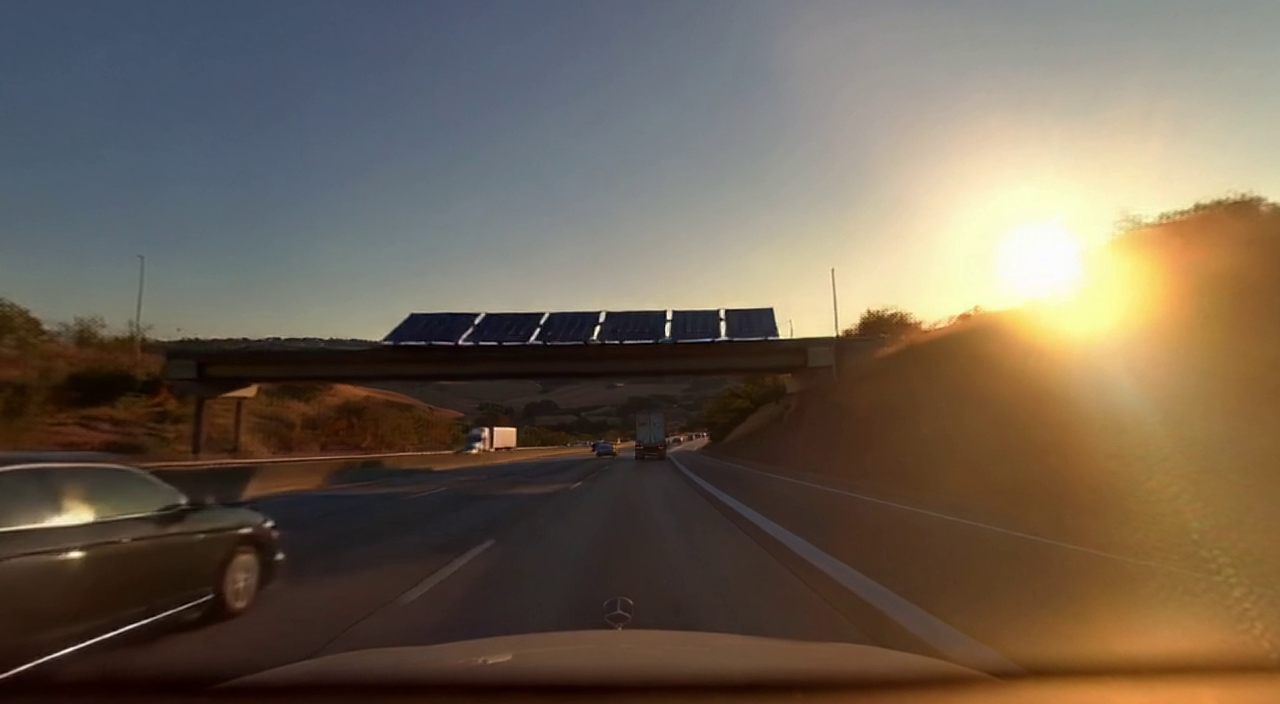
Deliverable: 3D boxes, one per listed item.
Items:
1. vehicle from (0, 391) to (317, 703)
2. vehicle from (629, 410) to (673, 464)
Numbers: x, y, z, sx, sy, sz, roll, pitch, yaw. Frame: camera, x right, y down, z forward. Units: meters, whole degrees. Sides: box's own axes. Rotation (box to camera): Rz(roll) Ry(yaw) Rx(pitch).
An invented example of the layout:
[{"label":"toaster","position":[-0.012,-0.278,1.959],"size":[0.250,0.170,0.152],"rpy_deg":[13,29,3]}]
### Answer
[{"label":"vehicle","position":[-3.856,1.049,3.273],"size":[2.066,1.581,4.268],"rpy_deg":[0,-8,0]},{"label":"vehicle","position":[0.811,6.522,47.958],"size":[2.967,3.633,10.015],"rpy_deg":[-1,-8,0]}]
